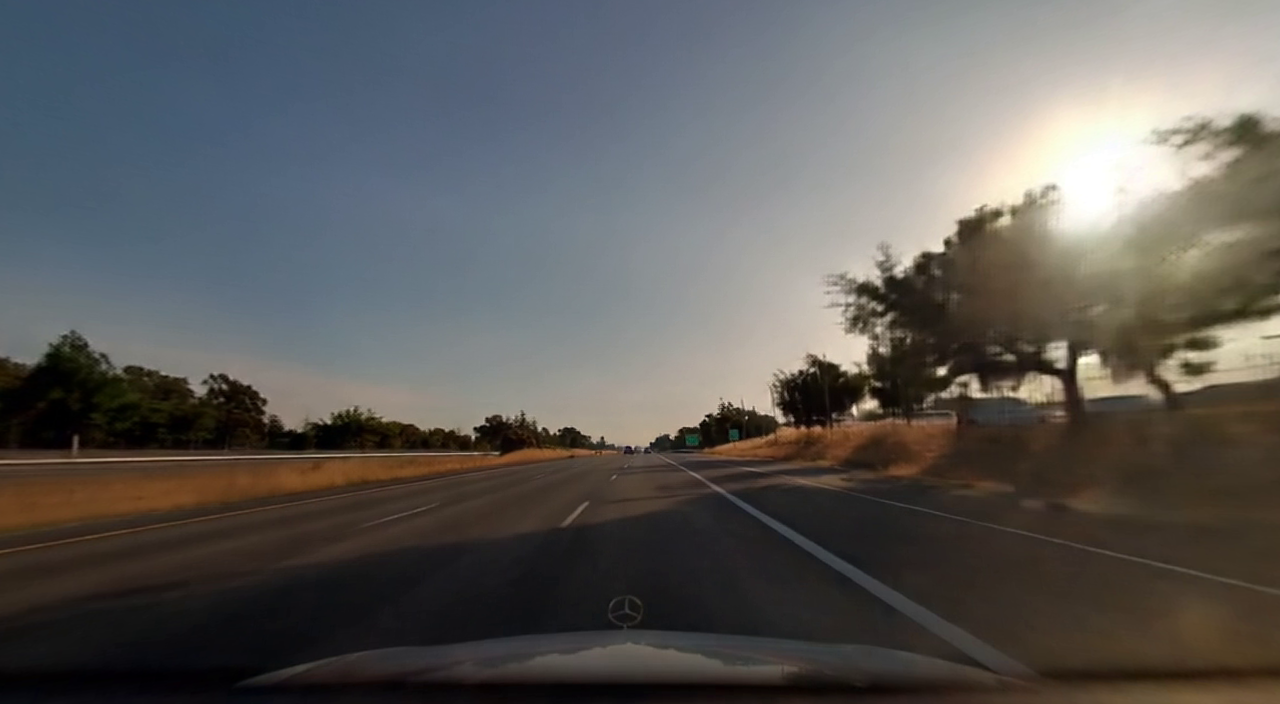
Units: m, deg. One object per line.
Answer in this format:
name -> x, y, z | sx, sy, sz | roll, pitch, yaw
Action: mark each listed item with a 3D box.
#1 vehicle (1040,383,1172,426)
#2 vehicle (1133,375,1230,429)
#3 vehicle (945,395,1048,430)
vehicle -> 18.217, 2.130, 24.921 | 3.884, 1.482, 1.843 | -5, -10, 28
vehicle -> 36.988, 3.559, 42.949 | 8.349, 3.334, 2.693 | 5, -10, -35
vehicle -> 18.177, 3.162, 32.324 | 4.366, 1.571, 1.844 | -5, -9, 28
